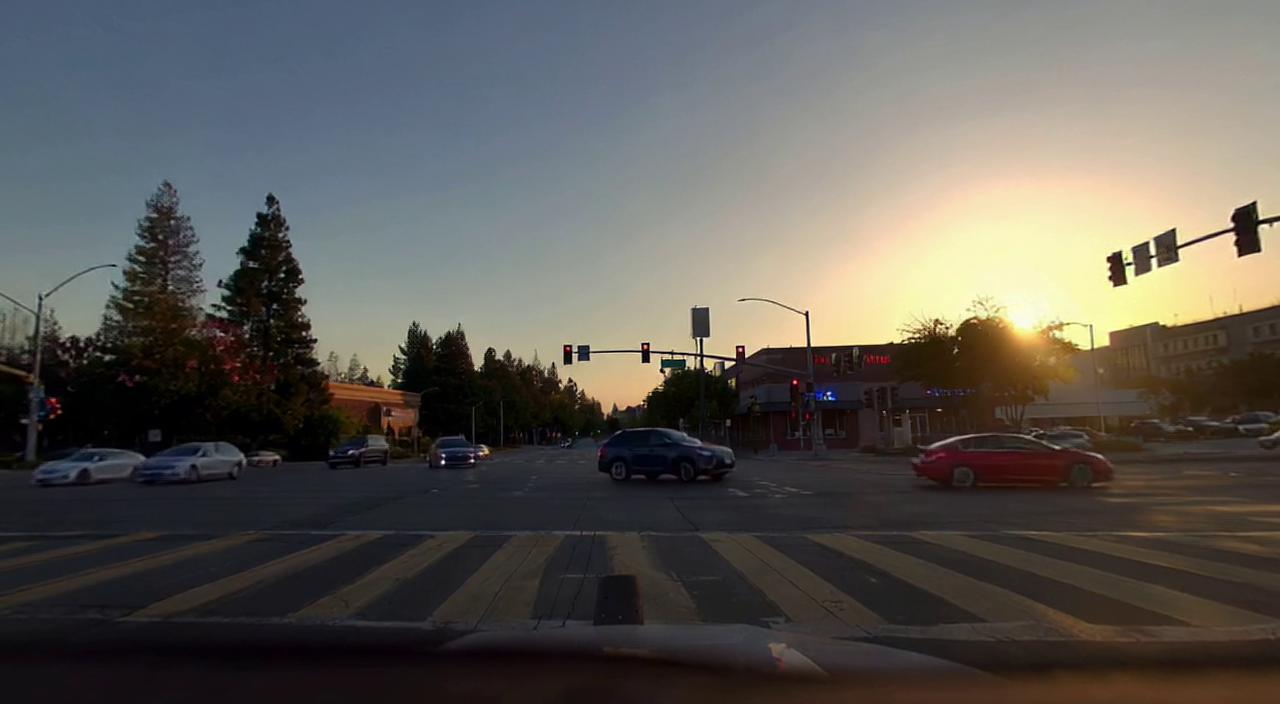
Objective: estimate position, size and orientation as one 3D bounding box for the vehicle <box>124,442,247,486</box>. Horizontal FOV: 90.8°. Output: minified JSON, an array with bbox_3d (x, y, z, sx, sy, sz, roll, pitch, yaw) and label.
[{"bbox_3d":[-19.686,4.843,27.662,2.088,1.743,4.417,0,-9,-1],"label":"vehicle"}]

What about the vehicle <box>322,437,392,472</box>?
[{"bbox_3d":[-16.407,5.970,36.929,1.977,1.878,4.575,0,-9,0],"label":"vehicle"}]

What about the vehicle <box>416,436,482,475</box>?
[{"bbox_3d":[-9.091,4.861,29.861,1.982,1.678,4.180,5,-10,-29],"label":"vehicle"}]

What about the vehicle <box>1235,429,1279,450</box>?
[{"bbox_3d":[45.674,6.285,45.276,1.786,1.412,4.330,0,-9,0],"label":"vehicle"}]

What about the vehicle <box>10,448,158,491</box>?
[{"bbox_3d":[-23.251,4.897,26.749,2.041,1.642,4.628,0,-9,0],"label":"vehicle"}]

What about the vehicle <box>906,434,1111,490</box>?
[{"bbox_3d":[10.329,3.119,18.119,4.532,1.467,2.135,-2,-9,11],"label":"vehicle"}]

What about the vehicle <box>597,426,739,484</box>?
[{"bbox_3d":[0.975,3.723,22.984,4.767,1.877,2.017,-6,-10,33],"label":"vehicle"}]
